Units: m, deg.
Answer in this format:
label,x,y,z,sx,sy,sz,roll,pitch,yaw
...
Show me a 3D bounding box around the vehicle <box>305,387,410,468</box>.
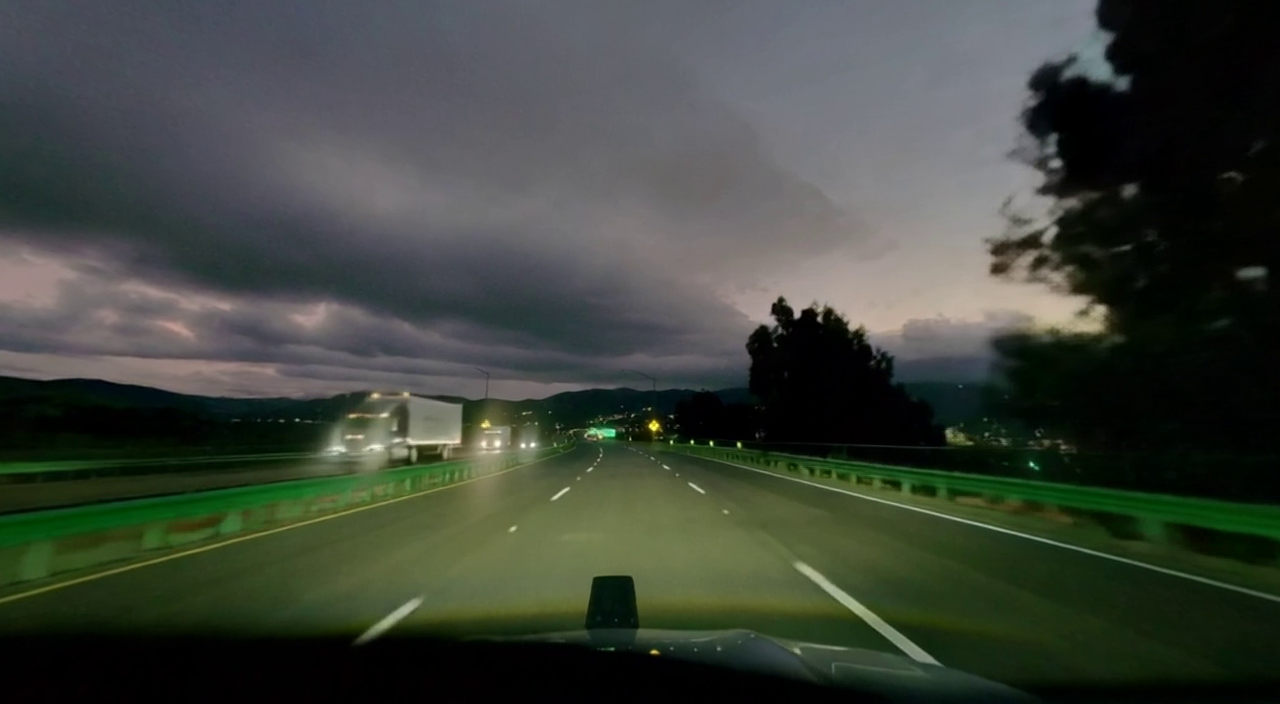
label,x,y,z,sx,sy,sz,roll,pitch,yaw
vehicle,-15.009,4.119,34.028,3.001,3.939,5.925,0,-8,-3
